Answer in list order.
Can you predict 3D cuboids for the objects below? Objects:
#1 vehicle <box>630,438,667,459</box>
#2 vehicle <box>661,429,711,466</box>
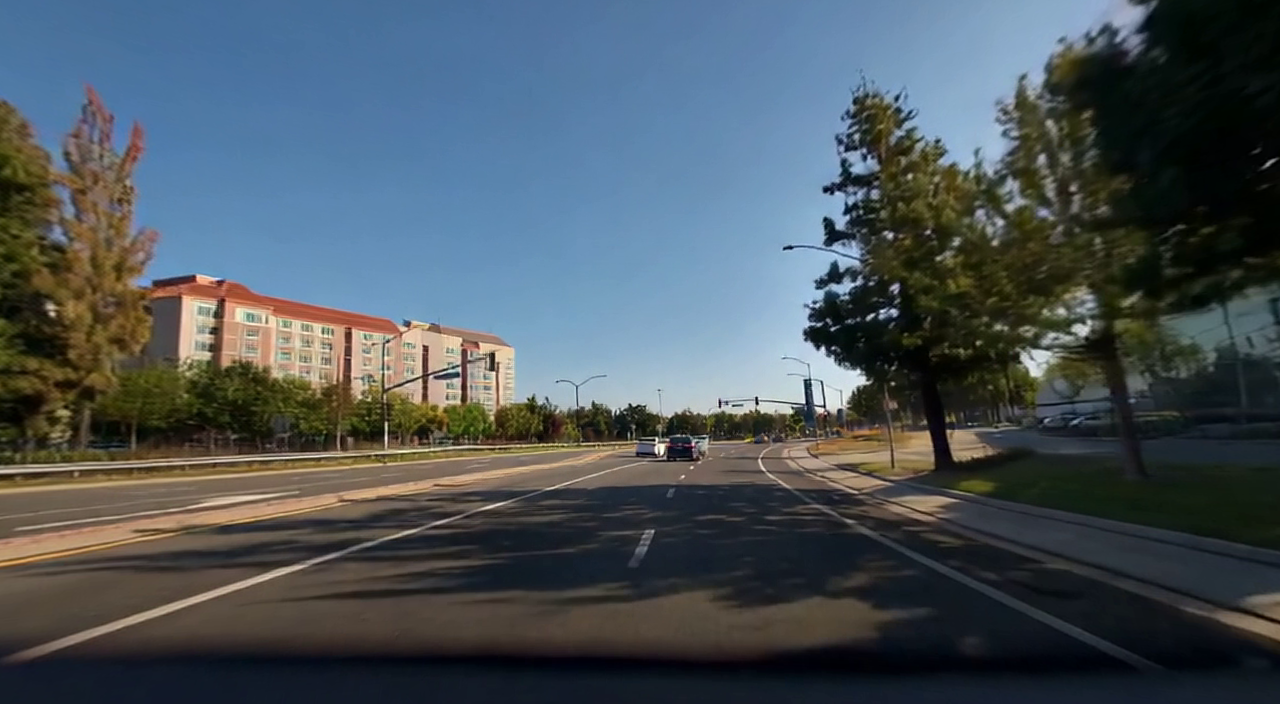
[{"bbox_3d":[0.675,7.108,46.600,1.952,1.472,4.312,-2,-9,11],"label":"vehicle"},{"bbox_3d":[2.729,5.489,36.395,2.356,1.931,4.840,-2,-9,10],"label":"vehicle"}]
